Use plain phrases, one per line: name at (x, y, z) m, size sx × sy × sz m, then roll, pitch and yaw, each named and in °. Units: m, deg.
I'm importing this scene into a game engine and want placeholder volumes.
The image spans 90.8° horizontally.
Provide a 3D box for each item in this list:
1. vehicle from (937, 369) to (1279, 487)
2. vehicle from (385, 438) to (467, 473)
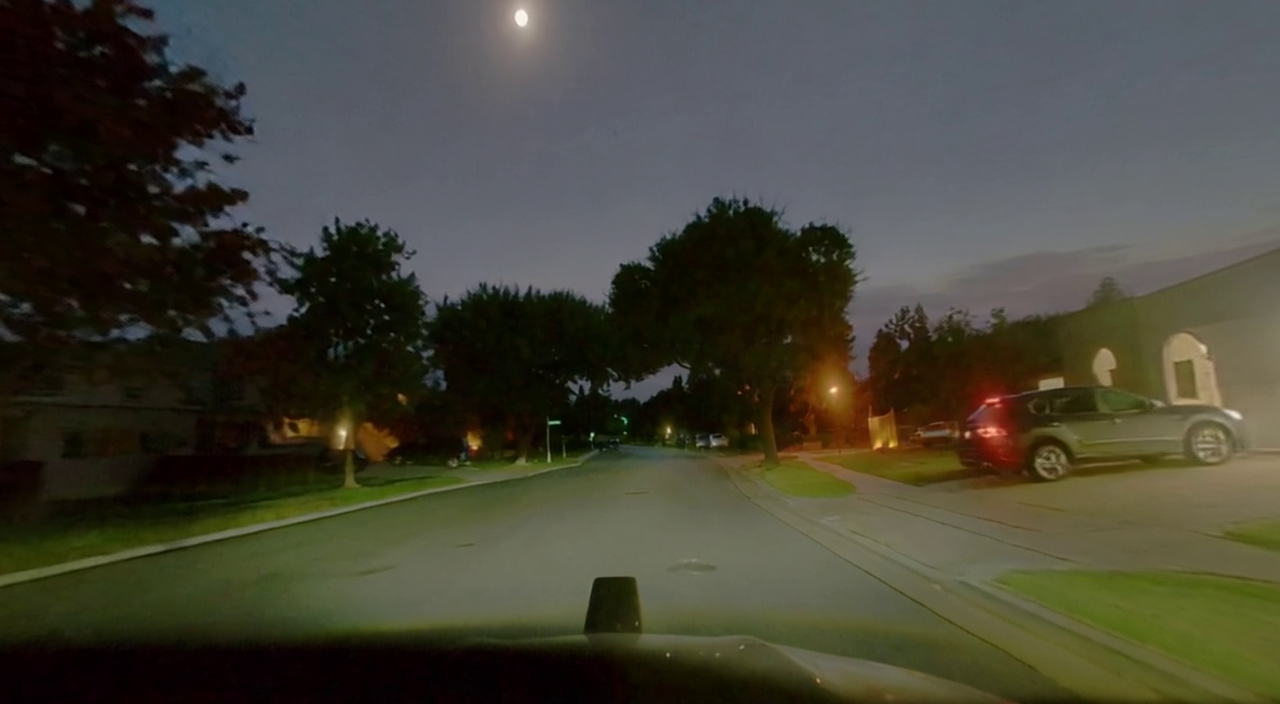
vehicle at (10.071, 1.653, 13.523) m, size 6.053 × 2.240 × 2.582 m, roll -1°, pitch -8°, yaw 2°
vehicle at (-12.799, 6.195, 38.117) m, size 2.315 × 1.835 × 5.045 m, roll -5°, pitch -9°, yaw 13°
